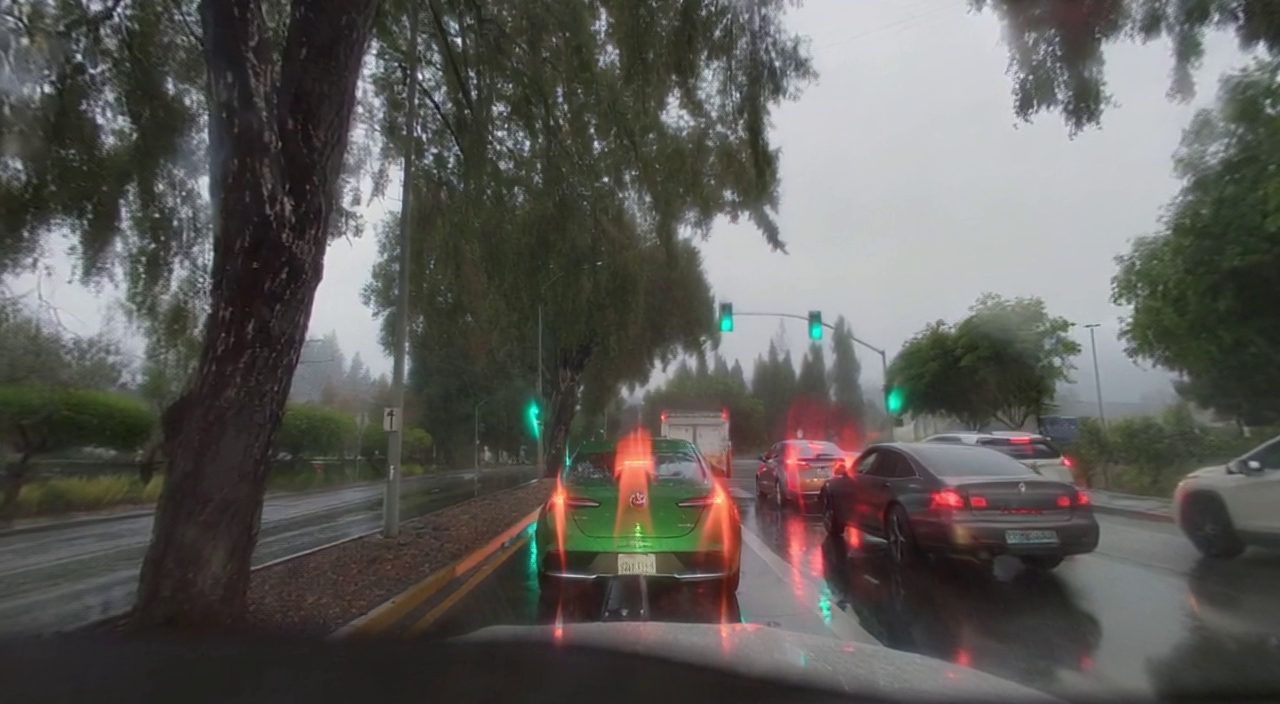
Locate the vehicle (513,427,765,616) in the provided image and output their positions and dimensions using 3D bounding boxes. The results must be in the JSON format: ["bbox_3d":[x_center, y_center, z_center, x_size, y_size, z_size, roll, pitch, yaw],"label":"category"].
[{"bbox_3d":[0.014,1.677,7.092,2.015,1.502,3.898,0,-9,1],"label":"vehicle"}]

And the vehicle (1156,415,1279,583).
[{"bbox_3d":[6.941,1.333,5.585,1.783,1.572,3.421,0,-9,1],"label":"vehicle"}]

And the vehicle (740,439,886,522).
[{"bbox_3d":[3.531,2.713,13.822,1.934,1.494,4.446,0,-9,0],"label":"vehicle"}]

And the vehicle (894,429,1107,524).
[{"bbox_3d":[7.023,2.463,12.911,1.923,1.611,4.094,0,-9,0],"label":"vehicle"}]
